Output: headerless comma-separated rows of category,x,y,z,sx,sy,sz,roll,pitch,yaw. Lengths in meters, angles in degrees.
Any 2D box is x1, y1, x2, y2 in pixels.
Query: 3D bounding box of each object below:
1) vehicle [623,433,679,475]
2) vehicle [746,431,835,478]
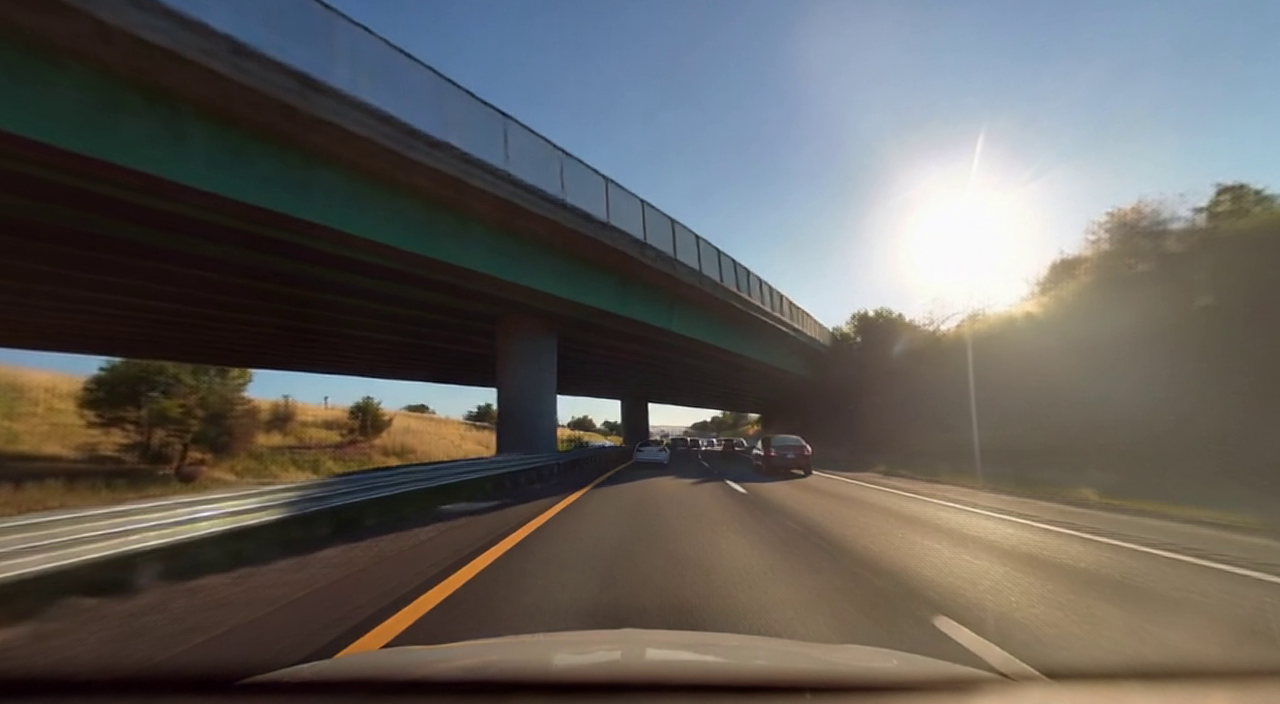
vehicle,0.491,3.916,24.375,1.993,1.461,3.812,-1,-8,3
vehicle,5.197,3.603,22.459,2.163,1.489,4.470,0,-8,2
